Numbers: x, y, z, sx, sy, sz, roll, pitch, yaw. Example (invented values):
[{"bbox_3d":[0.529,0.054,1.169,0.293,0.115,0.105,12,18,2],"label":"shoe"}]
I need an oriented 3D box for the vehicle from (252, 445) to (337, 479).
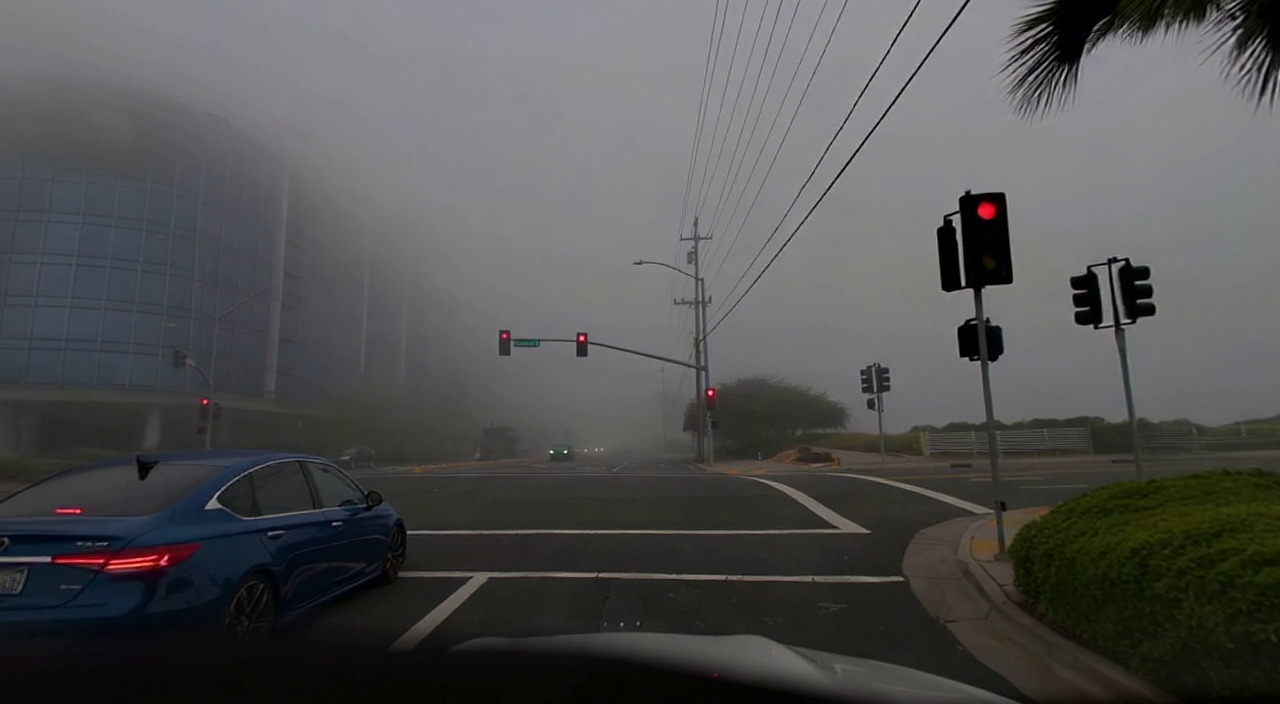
[{"bbox_3d":[-19.086,6.098,35.081,2.017,1.739,4.569,0,-9,1],"label":"vehicle"}]

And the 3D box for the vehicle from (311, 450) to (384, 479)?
[{"bbox_3d":[-15.358,5.924,33.302,1.875,1.389,3.784,0,-9,3],"label":"vehicle"}]
